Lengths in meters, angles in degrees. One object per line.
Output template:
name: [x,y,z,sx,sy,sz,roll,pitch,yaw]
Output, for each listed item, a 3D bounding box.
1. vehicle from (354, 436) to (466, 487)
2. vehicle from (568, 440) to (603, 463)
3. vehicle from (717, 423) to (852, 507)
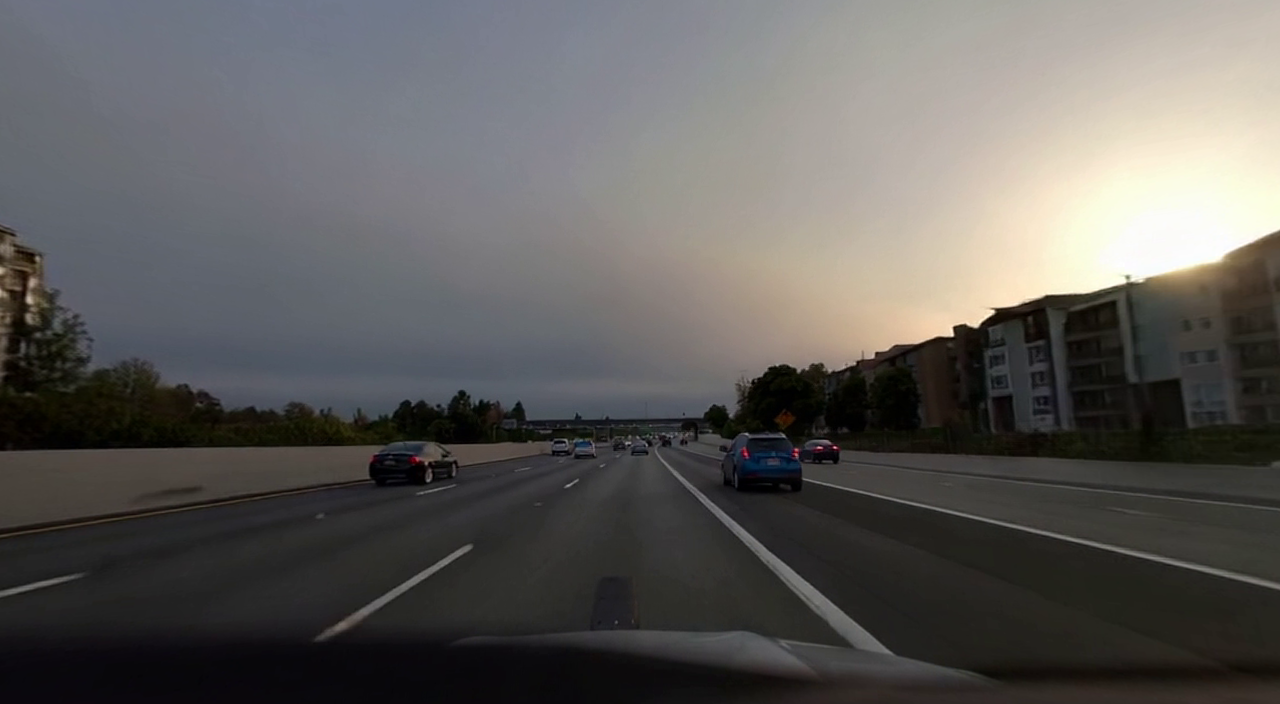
vehicle: [-7.565,3.640,21.325,2.021,1.496,4.495,0,-9,1]
vehicle: [-3.682,6.830,43.430,2.002,1.466,4.378,0,-9,0]
vehicle: [3.181,2.608,14.972,2.080,1.694,4.286,0,-9,-1]
